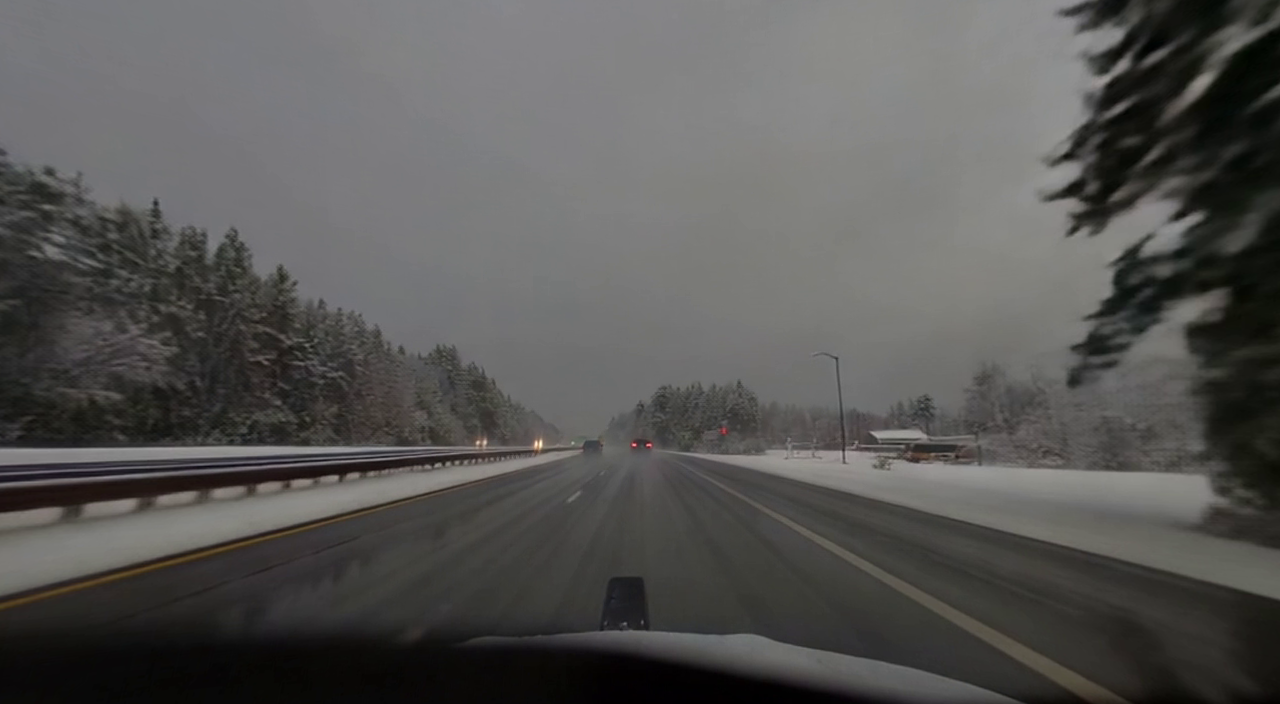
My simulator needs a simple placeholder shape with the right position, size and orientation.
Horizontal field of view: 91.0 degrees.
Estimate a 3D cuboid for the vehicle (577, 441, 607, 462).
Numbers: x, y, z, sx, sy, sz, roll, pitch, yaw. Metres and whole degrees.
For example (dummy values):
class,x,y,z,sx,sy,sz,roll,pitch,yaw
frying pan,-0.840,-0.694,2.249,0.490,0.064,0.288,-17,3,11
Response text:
class,x,y,z,sx,sy,sz,roll,pitch,yaw
vehicle,-3.613,7.602,48.101,2.057,1.514,3.845,0,-8,-1
